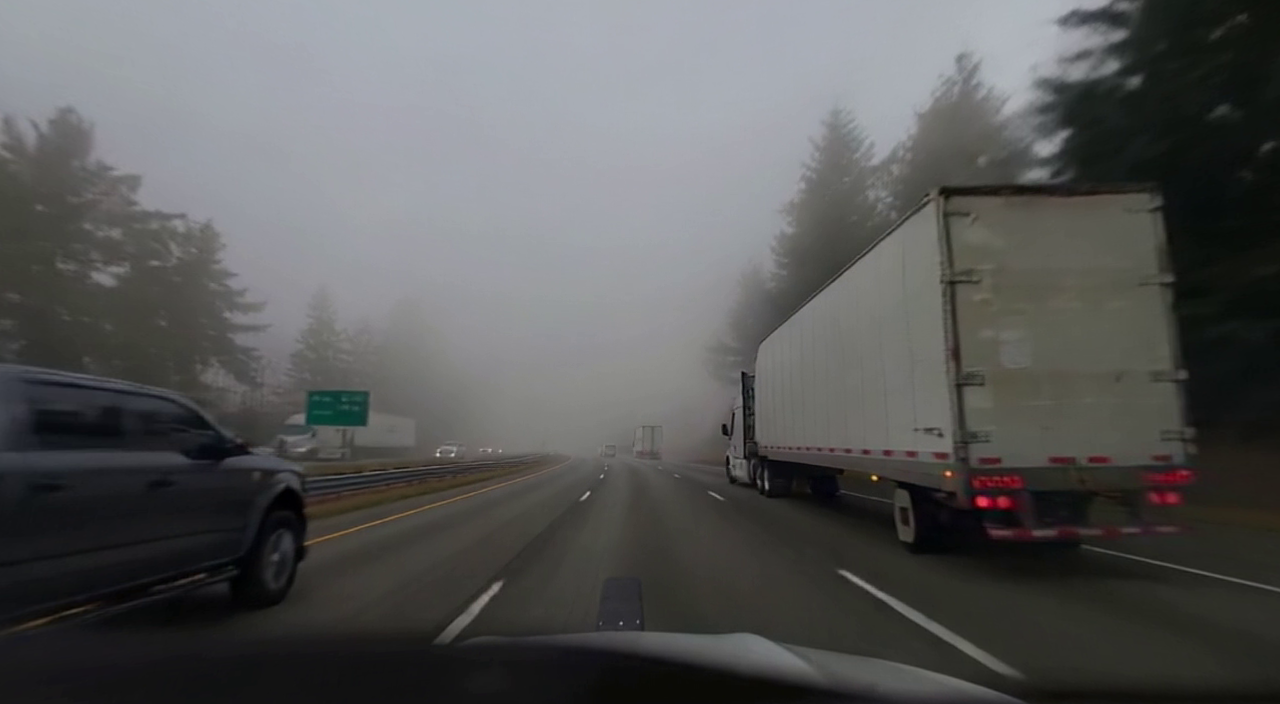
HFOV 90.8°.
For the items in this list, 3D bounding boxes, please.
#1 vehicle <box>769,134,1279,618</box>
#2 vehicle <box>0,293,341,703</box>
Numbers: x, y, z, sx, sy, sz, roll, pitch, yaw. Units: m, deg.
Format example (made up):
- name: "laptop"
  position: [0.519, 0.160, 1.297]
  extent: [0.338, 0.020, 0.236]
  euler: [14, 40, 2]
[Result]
- name: "vehicle"
  position: [4.245, 0.726, 9.381]
  extent: [2.826, 4.035, 8.369]
  euler: [0, -9, 0]
- name: "vehicle"
  position: [-3.877, 0.802, 3.091]
  extent: [2.337, 1.942, 4.984]
  euler: [0, -9, 0]
